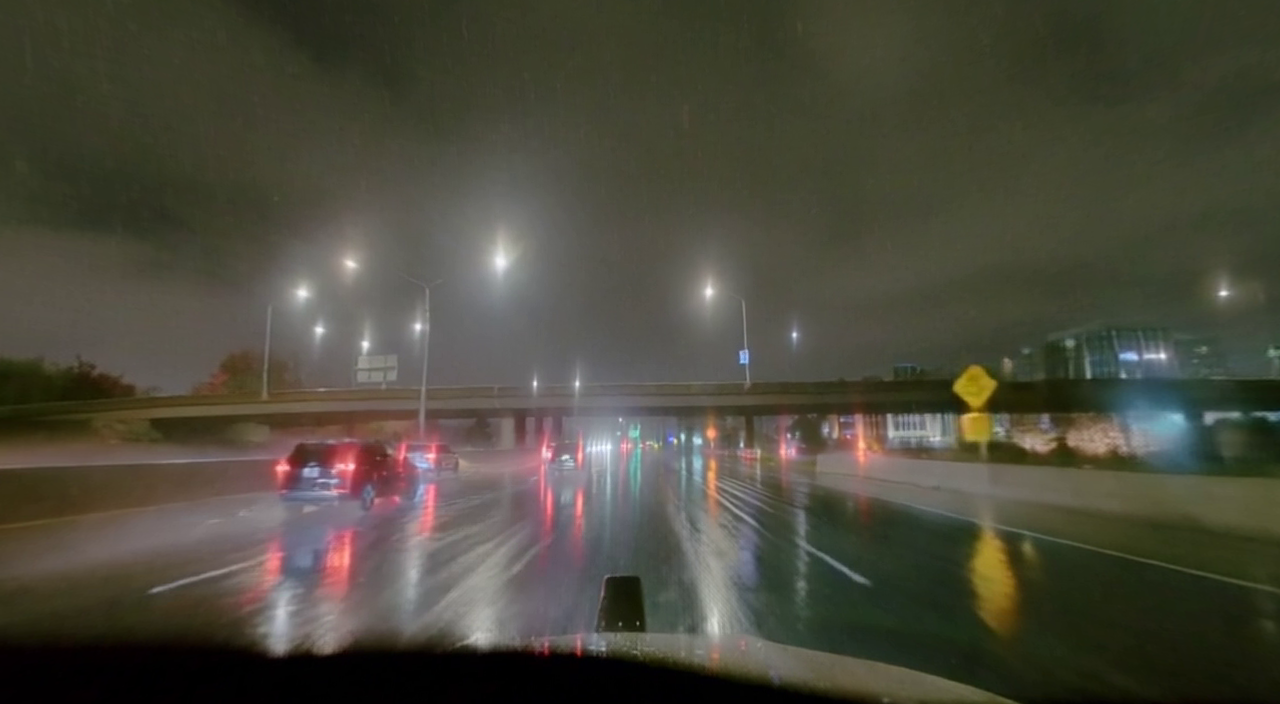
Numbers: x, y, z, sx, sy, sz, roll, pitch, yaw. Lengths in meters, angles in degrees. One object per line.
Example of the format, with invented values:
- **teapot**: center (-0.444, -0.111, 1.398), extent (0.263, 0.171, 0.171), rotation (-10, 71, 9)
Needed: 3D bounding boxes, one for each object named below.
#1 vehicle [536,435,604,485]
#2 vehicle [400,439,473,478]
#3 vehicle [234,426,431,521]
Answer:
- **vehicle**: center (-2.530, 4.009, 23.821), extent (2.027, 1.697, 4.307), rotation (0, -8, 1)
- **vehicle**: center (-9.897, 5.193, 31.119), extent (1.969, 1.759, 4.758), rotation (0, -8, 0)
- **vehicle**: center (-6.630, 2.654, 14.411), extent (2.015, 1.762, 4.790), rotation (0, -8, 1)
